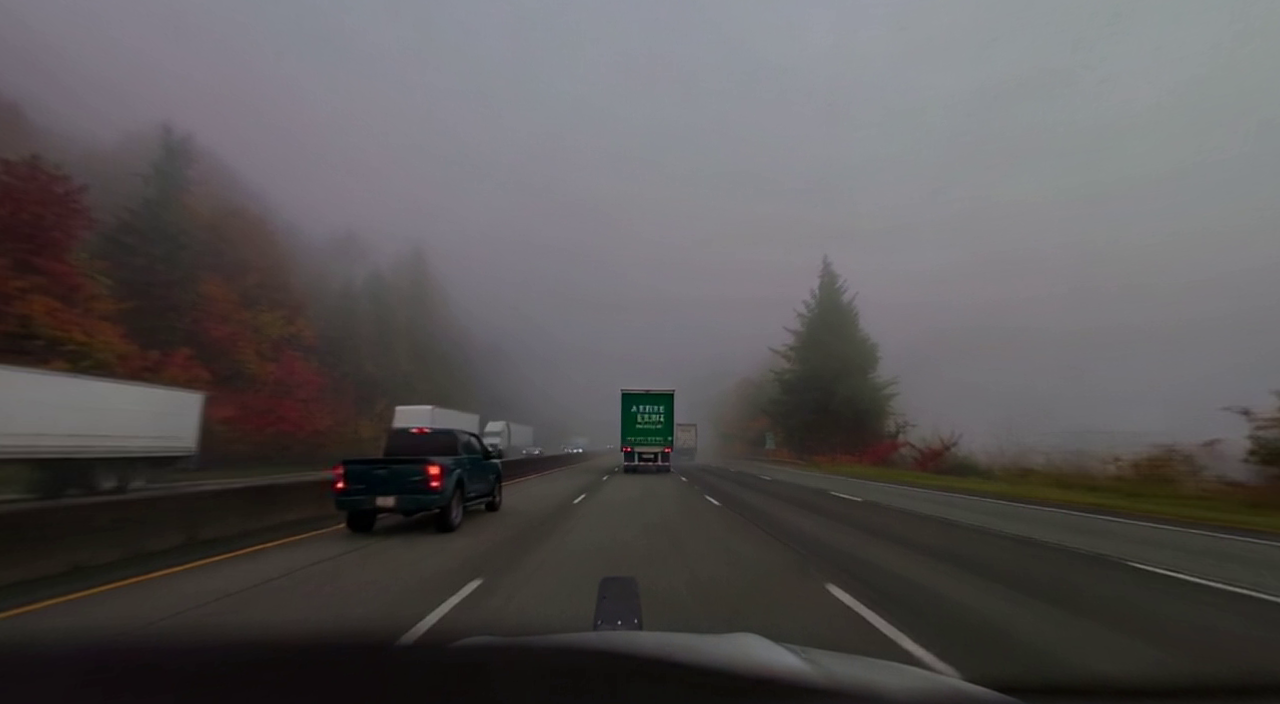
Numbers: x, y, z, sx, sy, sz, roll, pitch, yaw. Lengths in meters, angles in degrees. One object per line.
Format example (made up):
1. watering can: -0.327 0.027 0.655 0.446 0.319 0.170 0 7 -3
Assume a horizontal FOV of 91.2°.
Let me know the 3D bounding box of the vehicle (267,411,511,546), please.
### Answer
1. vehicle: -3.704 1.969 10.404 2.097 1.711 4.594 0 -9 0

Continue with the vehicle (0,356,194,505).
1. vehicle: -20.188 2.401 18.977 3.098 4.280 13.902 0 -9 0

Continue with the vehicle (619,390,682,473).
1. vehicle: 0.496 4.701 36.222 3.057 4.073 10.792 0 -9 0
